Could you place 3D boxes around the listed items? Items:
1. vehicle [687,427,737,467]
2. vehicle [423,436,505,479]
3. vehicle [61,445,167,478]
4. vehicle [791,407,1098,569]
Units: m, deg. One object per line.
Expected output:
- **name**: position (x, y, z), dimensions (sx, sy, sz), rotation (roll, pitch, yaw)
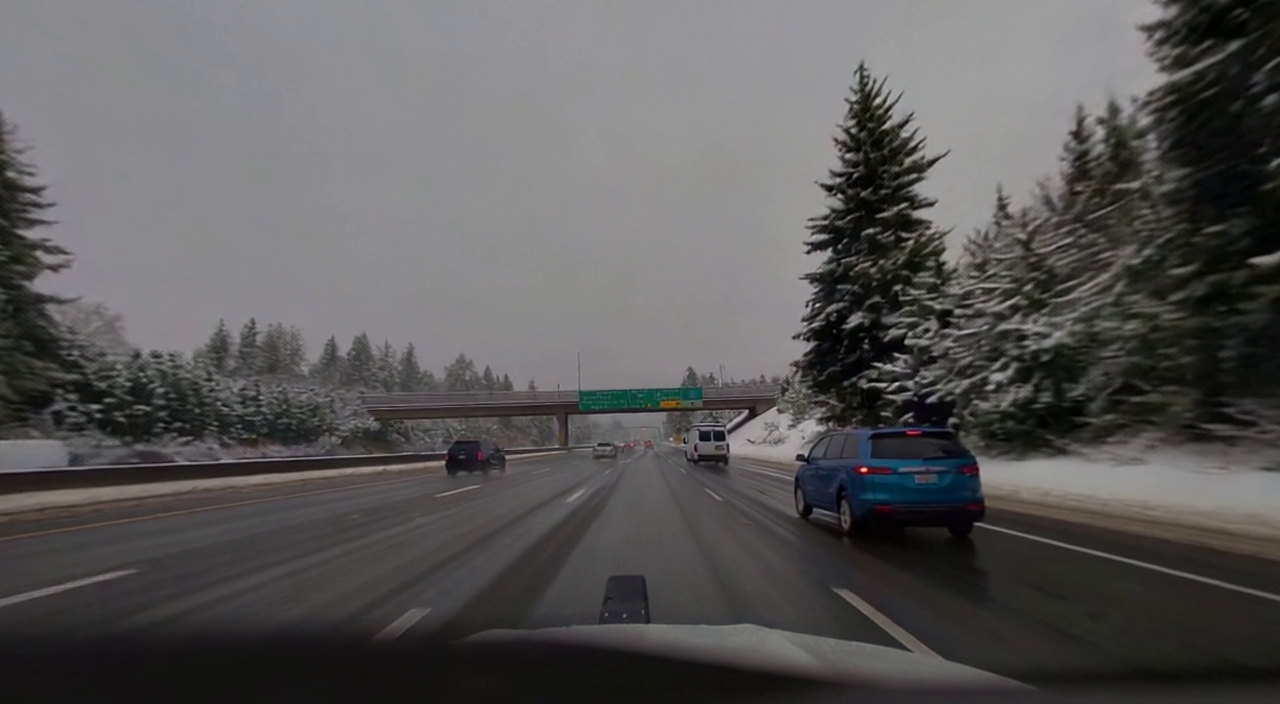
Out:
- **vehicle**: position (4.254, 5.763, 38.207), dimensions (2.347, 2.234, 5.352), rotation (0, -8, 0)
- **vehicle**: position (-7.334, 4.449, 26.865), dimensions (2.068, 1.632, 4.623), rotation (0, -8, 1)
- **vehicle**: position (-32.984, 6.830, 39.810), dimensions (2.002, 1.885, 5.378), rotation (0, -8, 0)
- **vehicle**: position (3.777, 1.773, 9.012), dimensions (2.100, 1.690, 4.536), rotation (0, -8, 0)
